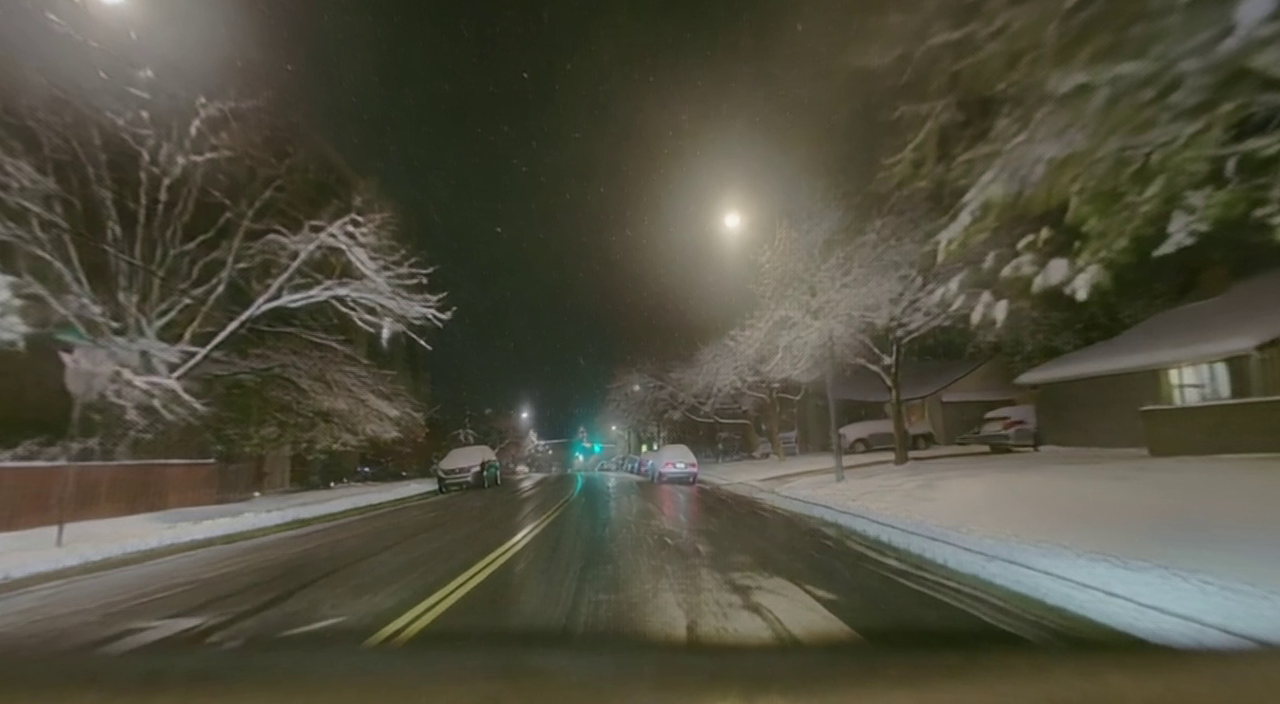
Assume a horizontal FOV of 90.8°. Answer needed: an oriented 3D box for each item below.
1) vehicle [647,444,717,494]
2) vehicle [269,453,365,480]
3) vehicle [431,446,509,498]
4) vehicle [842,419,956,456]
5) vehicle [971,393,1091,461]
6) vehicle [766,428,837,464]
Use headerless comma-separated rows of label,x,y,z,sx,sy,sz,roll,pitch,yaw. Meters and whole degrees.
vehicle,1.609,4.780,26.176,2.229,1.826,4.611,0,-9,-4
vehicle,-17.998,6.383,35.261,4.527,1.466,1.880,-2,-9,12
vehicle,-6.647,4.674,25.218,2.155,1.729,4.799,-1,-8,-5
vehicle,12.057,4.063,29.734,4.639,1.634,2.005,-2,-9,12
vehicle,11.663,2.395,19.209,1.880,1.626,4.495,-2,-12,16
vehicle,9.241,5.330,35.869,2.100,1.857,4.611,-7,-11,38
